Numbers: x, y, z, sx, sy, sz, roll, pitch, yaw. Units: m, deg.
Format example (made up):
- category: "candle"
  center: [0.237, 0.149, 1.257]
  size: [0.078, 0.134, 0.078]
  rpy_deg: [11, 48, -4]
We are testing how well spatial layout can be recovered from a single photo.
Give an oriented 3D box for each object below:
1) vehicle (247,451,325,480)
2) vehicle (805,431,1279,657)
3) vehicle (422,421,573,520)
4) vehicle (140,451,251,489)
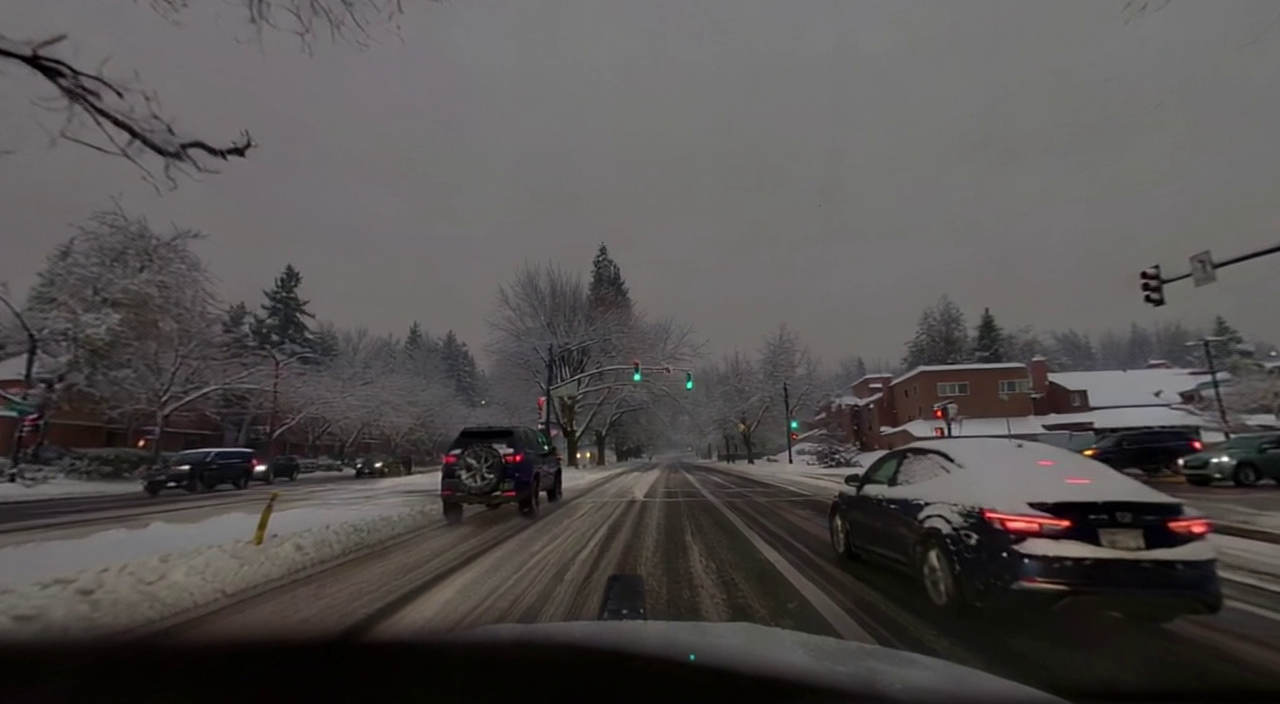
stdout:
- category: "vehicle"
  center: [-26.900, 8.595, 47.998]
  size: [2.278, 2.000, 5.570]
  rpy_deg: [-1, -8, 5]
- category: "vehicle"
  center: [3.282, 1.589, 6.418]
  size: [1.990, 1.454, 4.490]
  rpy_deg: [0, -8, 0]
- category: "vehicle"
  center: [-3.061, 2.672, 14.792]
  size: [2.231, 1.898, 4.985]
  rpy_deg: [0, -8, 2]
- category: "vehicle"
  center: [-22.035, 5.818, 31.399]
  size: [1.908, 1.642, 4.910]
  rpy_deg: [0, -8, 0]
